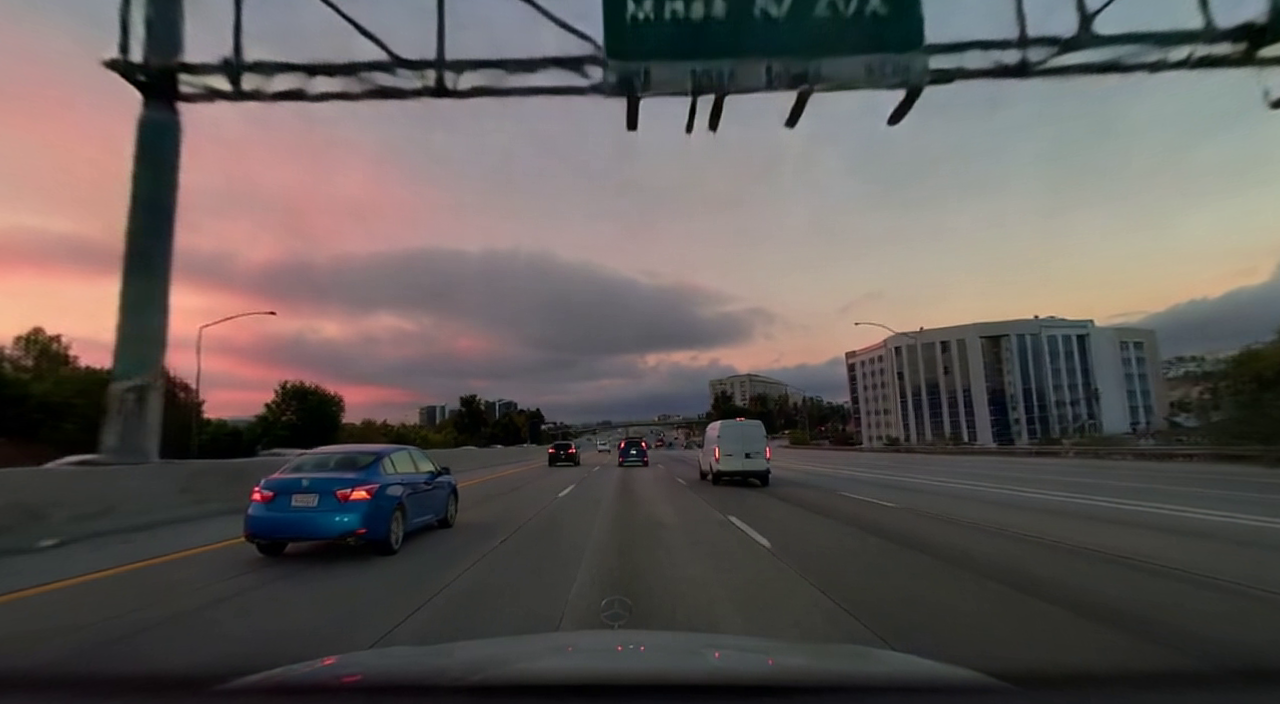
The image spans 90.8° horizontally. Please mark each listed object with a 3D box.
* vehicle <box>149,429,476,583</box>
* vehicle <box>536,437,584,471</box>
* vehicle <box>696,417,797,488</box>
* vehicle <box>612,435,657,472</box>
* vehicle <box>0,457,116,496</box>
[{"bbox_3d":[-3.757,1.829,8.380,1.991,1.469,4.381,0,-9,0],"label":"vehicle"},{"bbox_3d":[-4.459,5.767,35.891,2.109,1.793,4.613,0,-9,0],"label":"vehicle"},{"bbox_3d":[3.419,3.408,21.583,2.250,2.074,5.723,0,-9,-2],"label":"vehicle"},{"bbox_3d":[-0.285,5.375,33.560,2.212,1.786,4.198,0,-9,-1],"label":"vehicle"},{"bbox_3d":[-25.310,5.301,27.229,1.806,1.471,4.273,0,-9,0],"label":"vehicle"}]
